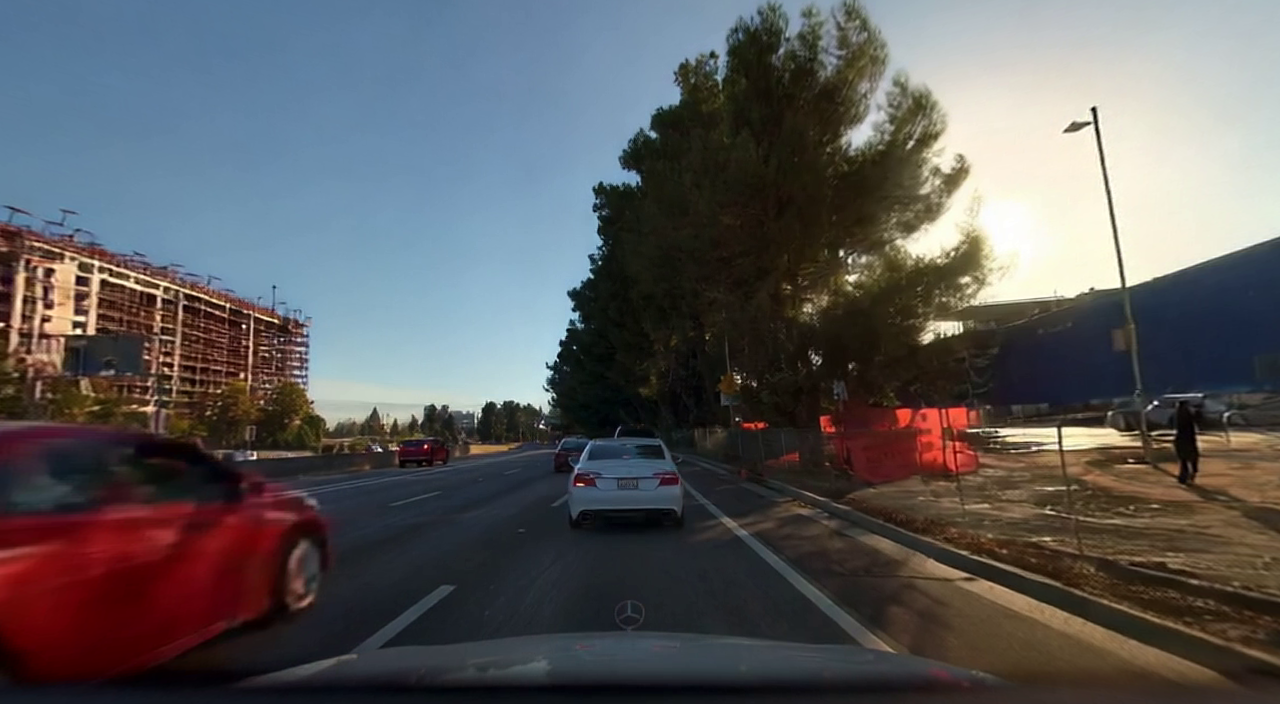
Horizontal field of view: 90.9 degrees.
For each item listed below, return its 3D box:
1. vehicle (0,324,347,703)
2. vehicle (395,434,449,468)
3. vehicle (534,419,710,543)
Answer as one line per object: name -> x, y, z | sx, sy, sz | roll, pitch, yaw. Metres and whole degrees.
vehicle -> -3.312, 0.797, 2.521 | 2.139, 1.680, 4.344 | 0, -8, 1
vehicle -> -10.485, 4.714, 30.113 | 2.072, 1.465, 4.394 | 3, -9, -22
vehicle -> -0.213, 1.853, 9.687 | 2.112, 1.482, 4.076 | 0, -8, 0
